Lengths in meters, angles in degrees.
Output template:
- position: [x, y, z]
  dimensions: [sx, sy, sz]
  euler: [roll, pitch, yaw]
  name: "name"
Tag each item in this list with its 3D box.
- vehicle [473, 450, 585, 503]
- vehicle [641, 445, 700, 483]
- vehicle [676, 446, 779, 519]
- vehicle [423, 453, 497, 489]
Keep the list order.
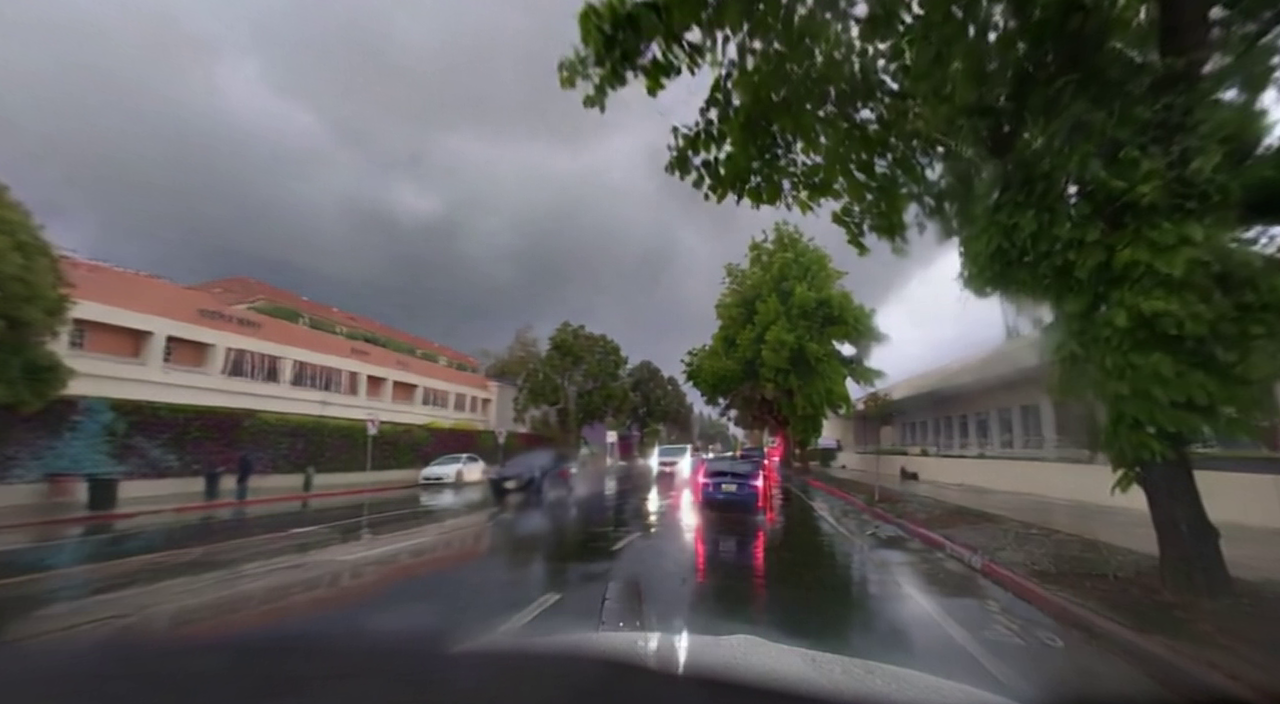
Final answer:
- position: [-3.459, 4.003, 20.798]
  dimensions: [2.170, 1.465, 4.648]
  euler: [-2, -9, 10]
  name: "vehicle"
- position: [1.596, 5.475, 31.323]
  dimensions: [2.294, 1.695, 4.792]
  euler: [-2, -9, 10]
  name: "vehicle"
- position: [2.169, 3.057, 15.429]
  dimensions: [2.116, 1.479, 4.358]
  euler: [-2, -9, 9]
  name: "vehicle"
- position: [-9.222, 6.113, 32.702]
  dimensions: [1.982, 1.445, 4.458]
  euler: [-7, -9, 7]
  name: "vehicle"
